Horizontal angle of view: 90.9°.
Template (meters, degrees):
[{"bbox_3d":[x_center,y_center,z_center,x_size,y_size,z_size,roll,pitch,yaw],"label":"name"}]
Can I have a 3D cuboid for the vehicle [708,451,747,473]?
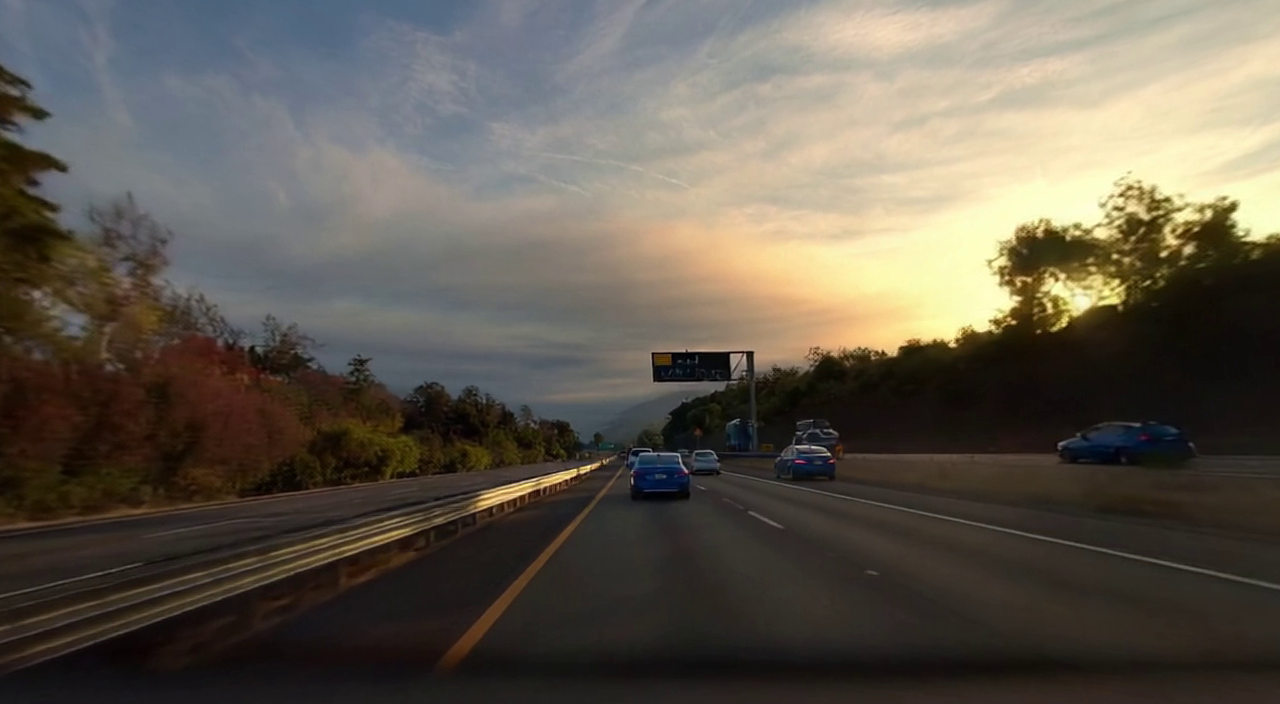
[{"bbox_3d":[6.141,7.763,44.574,2.015,1.454,4.324,0,-9,-2],"label":"vehicle"}]

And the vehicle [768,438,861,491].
[{"bbox_3d":[6.570,4.288,24.295,2.177,1.827,4.565,0,-9,-1],"label":"vehicle"}]

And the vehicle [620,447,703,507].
[{"bbox_3d":[0.526,3.446,17.775,2.076,1.485,3.774,0,-9,0],"label":"vehicle"}]

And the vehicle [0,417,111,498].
[{"bbox_3d":[-33.278,5.687,33.793,2.902,3.981,7.819,-3,-8,1],"label":"vehicle"}]

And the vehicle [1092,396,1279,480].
[{"bbox_3d":[31.818,4.766,34.198,2.822,3.996,14.073,1,-9,-6],"label":"vehicle"}]
